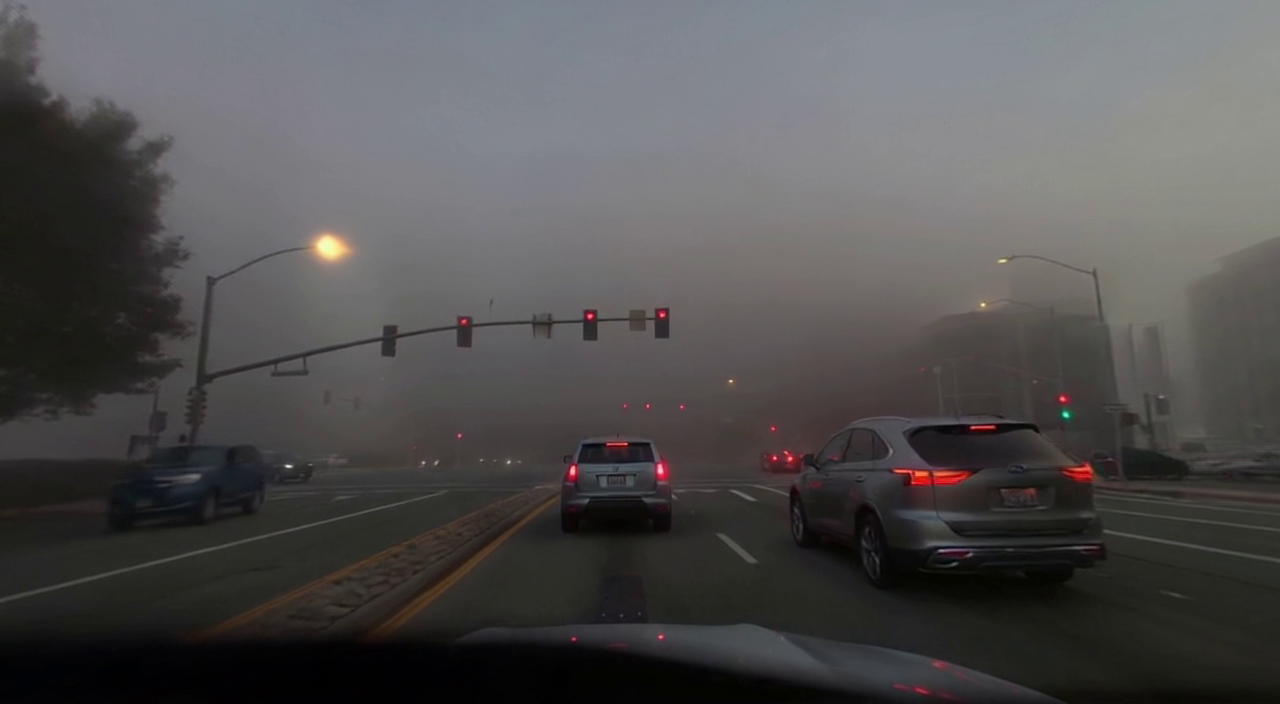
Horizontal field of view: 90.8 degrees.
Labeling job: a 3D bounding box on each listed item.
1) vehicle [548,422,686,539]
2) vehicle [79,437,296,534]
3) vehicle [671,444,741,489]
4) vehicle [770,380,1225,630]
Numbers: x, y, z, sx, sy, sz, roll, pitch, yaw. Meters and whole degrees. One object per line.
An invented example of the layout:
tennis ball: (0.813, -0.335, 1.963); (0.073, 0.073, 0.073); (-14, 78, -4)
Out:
vehicle: (-0.391, 2.208, 11.450); (2.039, 1.698, 4.144); (0, -9, -2)
vehicle: (-10.643, 3.106, 15.503); (2.354, 1.949, 4.905); (2, -9, -11)
vehicle: (2.312, 4.145, 23.265); (1.900, 1.459, 4.260); (0, -9, -3)
vehicle: (3.072, 1.432, 6.859); (2.228, 1.798, 4.370); (0, -9, -2)
